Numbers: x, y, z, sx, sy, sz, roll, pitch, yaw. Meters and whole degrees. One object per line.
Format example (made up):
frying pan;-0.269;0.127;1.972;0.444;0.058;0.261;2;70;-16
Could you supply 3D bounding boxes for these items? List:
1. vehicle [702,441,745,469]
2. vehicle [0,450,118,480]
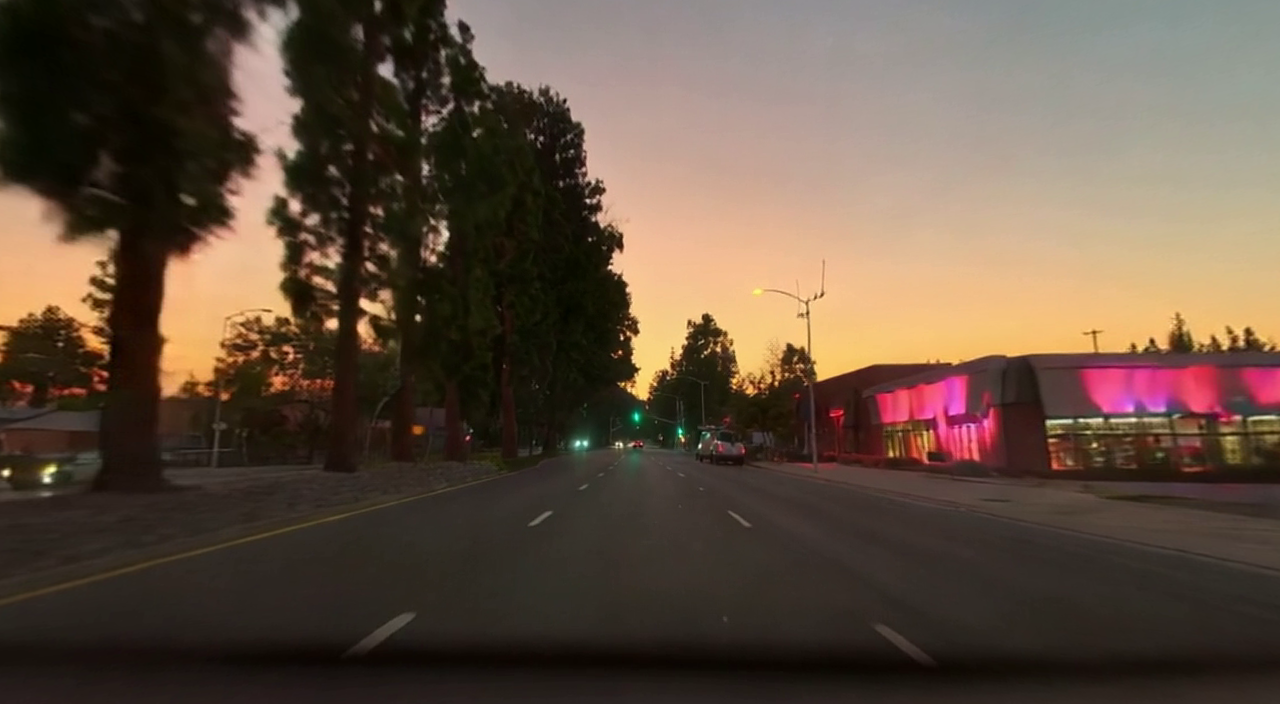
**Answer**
vehicle;6.285;7.845;48.366;2.347;1.963;5.940;0;-8;-1
vehicle;-30.440;5.925;33.089;4.341;1.465;2.304;-2;-9;9
